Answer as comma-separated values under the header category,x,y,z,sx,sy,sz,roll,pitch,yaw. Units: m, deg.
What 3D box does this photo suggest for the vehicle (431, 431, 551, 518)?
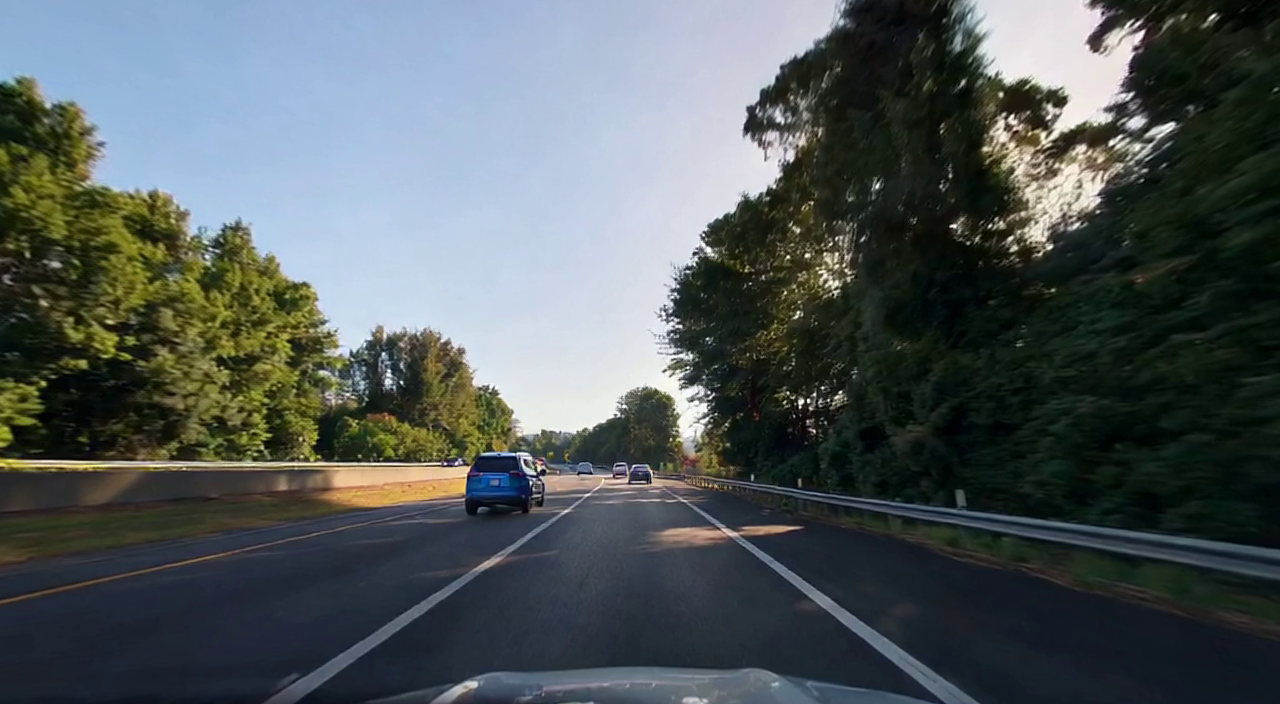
category,x,y,z,sx,sy,sz,roll,pitch,yaw
vehicle,-4.034,3.471,18.075,2.237,2.113,4.815,1,-10,0

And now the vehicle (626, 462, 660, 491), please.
category,x,y,z,sx,sy,sz,roll,pitch,yaw
vehicle,0.142,7.301,37.018,1.905,1.559,3.491,1,-10,-1
